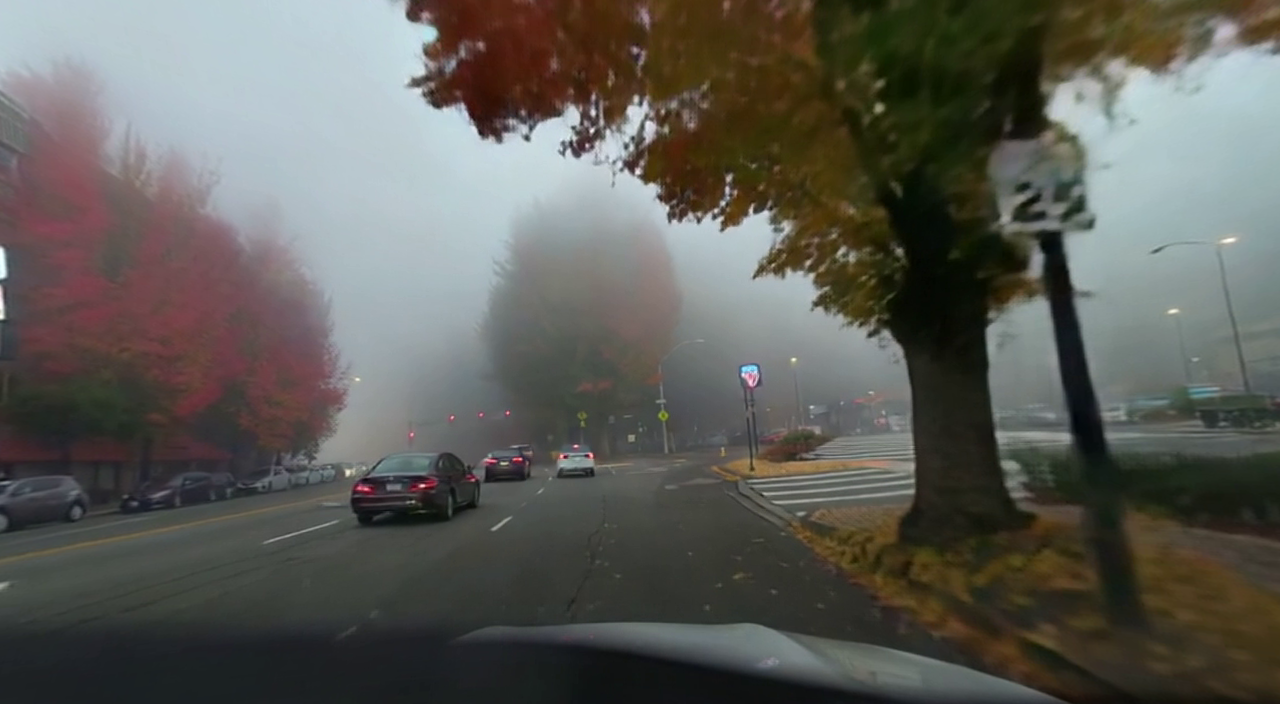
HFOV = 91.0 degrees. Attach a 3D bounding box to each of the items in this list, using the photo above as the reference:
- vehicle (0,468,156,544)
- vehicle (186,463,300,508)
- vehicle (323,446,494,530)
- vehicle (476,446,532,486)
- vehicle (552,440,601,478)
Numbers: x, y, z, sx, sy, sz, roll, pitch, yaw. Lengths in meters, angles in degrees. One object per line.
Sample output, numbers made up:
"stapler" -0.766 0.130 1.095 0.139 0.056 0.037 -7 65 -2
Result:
"vehicle" -15.786 3.969 16.810 1.968 1.574 4.683 0 -9 0
"vehicle" -16.210 5.452 26.037 2.010 1.530 4.534 1 -9 -4
"vehicle" -4.846 2.889 14.202 2.090 1.506 5.326 1 -9 -3
"vehicle" -5.796 4.891 27.360 1.974 1.549 4.603 2 -9 -7
"vehicle" -3.172 5.201 30.876 2.144 1.704 4.028 2 -9 -8
